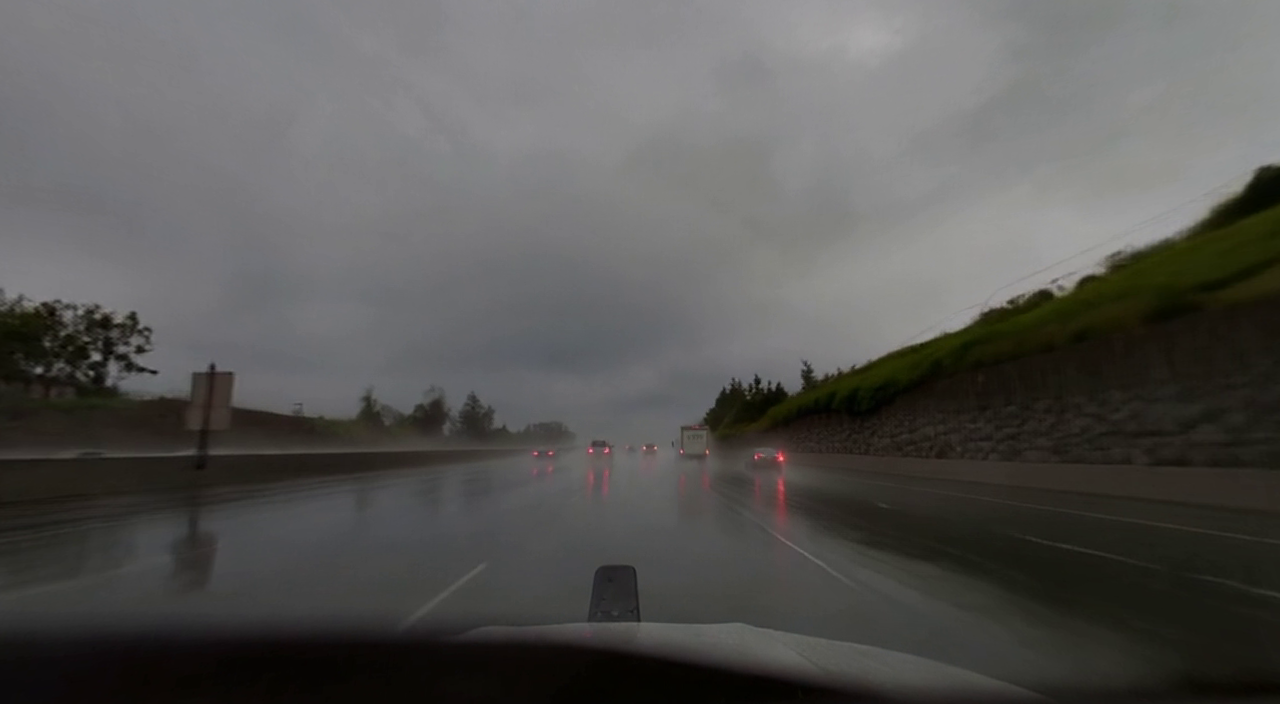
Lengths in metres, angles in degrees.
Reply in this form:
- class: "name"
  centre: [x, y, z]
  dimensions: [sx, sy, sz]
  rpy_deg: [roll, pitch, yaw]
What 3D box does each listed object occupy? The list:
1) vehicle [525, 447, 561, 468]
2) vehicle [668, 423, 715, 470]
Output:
- class: "vehicle"
  centre: [-7.473, 8.131, 48.995]
  dimensions: [2.102, 1.522, 4.394]
  rpy_deg: [0, -9, 0]
- class: "vehicle"
  centre: [3.698, 7.039, 47.168]
  dimensions: [2.795, 3.187, 7.205]
  rpy_deg: [0, -8, -1]
